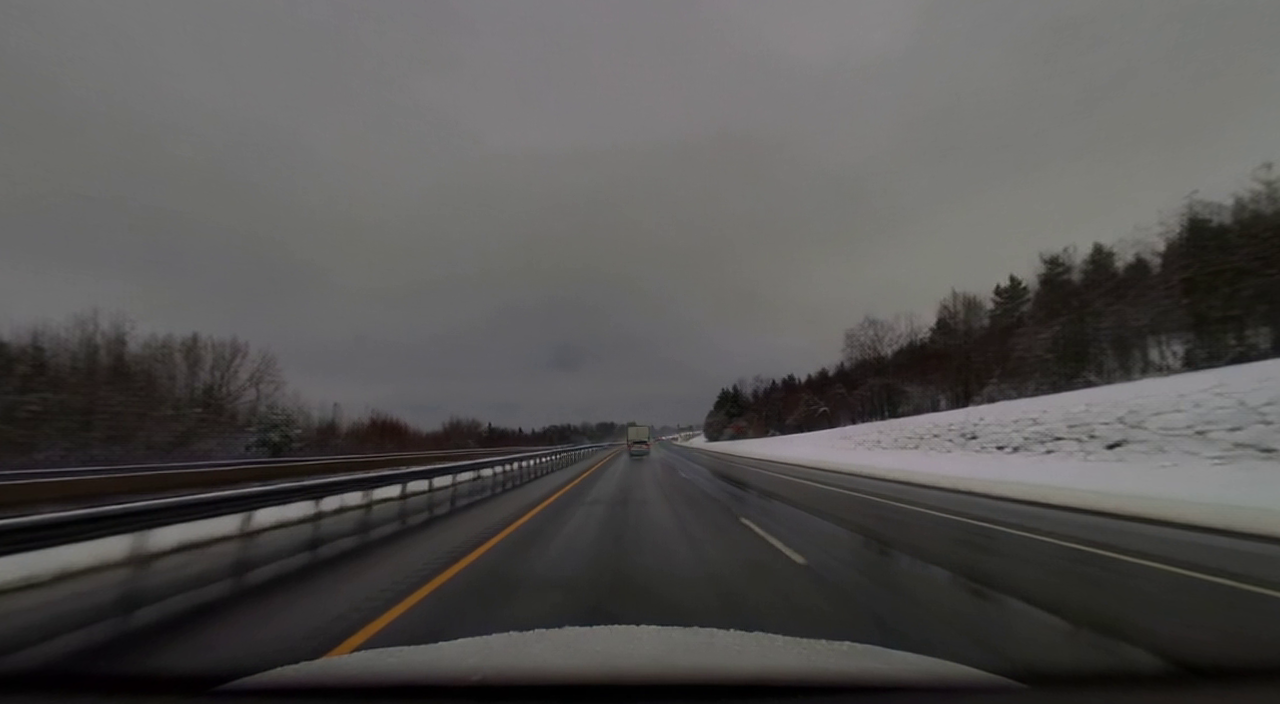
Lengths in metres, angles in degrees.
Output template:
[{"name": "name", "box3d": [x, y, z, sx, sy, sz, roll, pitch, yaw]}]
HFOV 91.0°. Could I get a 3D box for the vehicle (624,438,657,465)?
[{"name": "vehicle", "box3d": [0.006, 6.684, 42.495, 2.059, 1.696, 4.165, 0, -8, -1]}]
